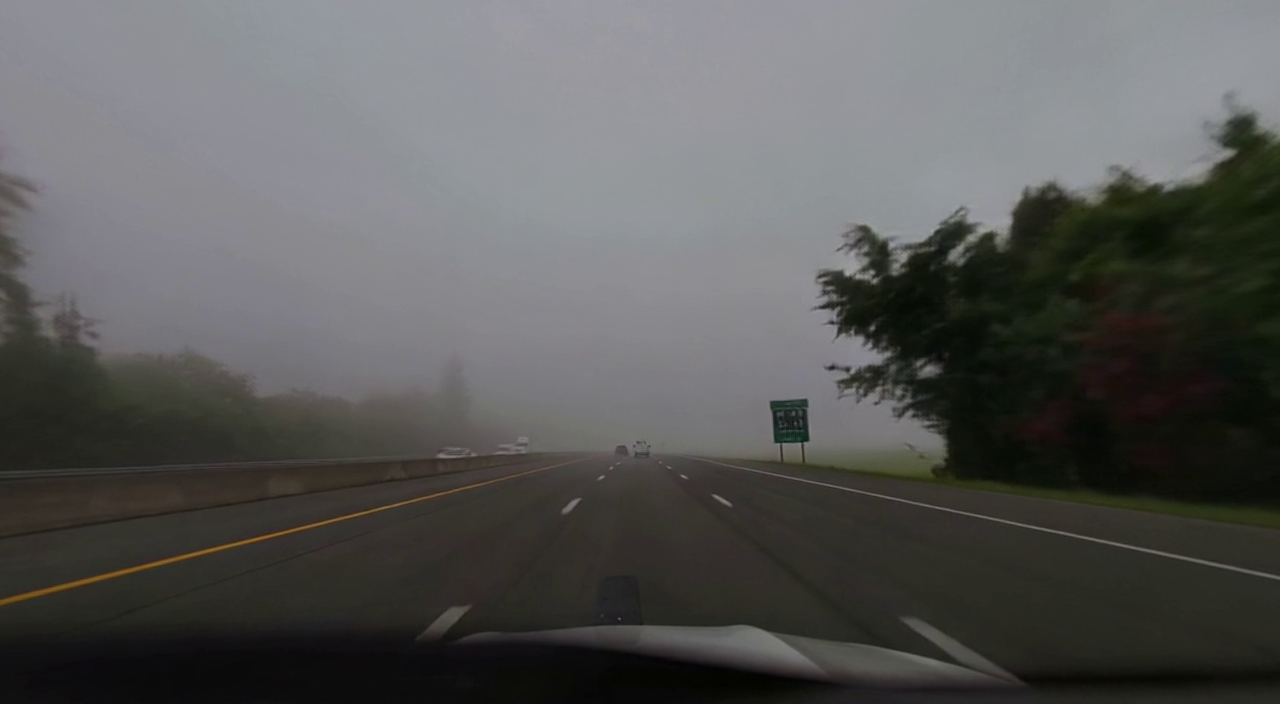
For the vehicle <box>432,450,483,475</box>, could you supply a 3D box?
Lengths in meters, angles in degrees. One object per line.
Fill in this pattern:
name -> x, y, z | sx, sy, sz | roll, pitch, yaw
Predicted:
vehicle -> -11.778, 7.155, 40.967 | 1.958, 1.497, 4.489 | -1, -9, 0
